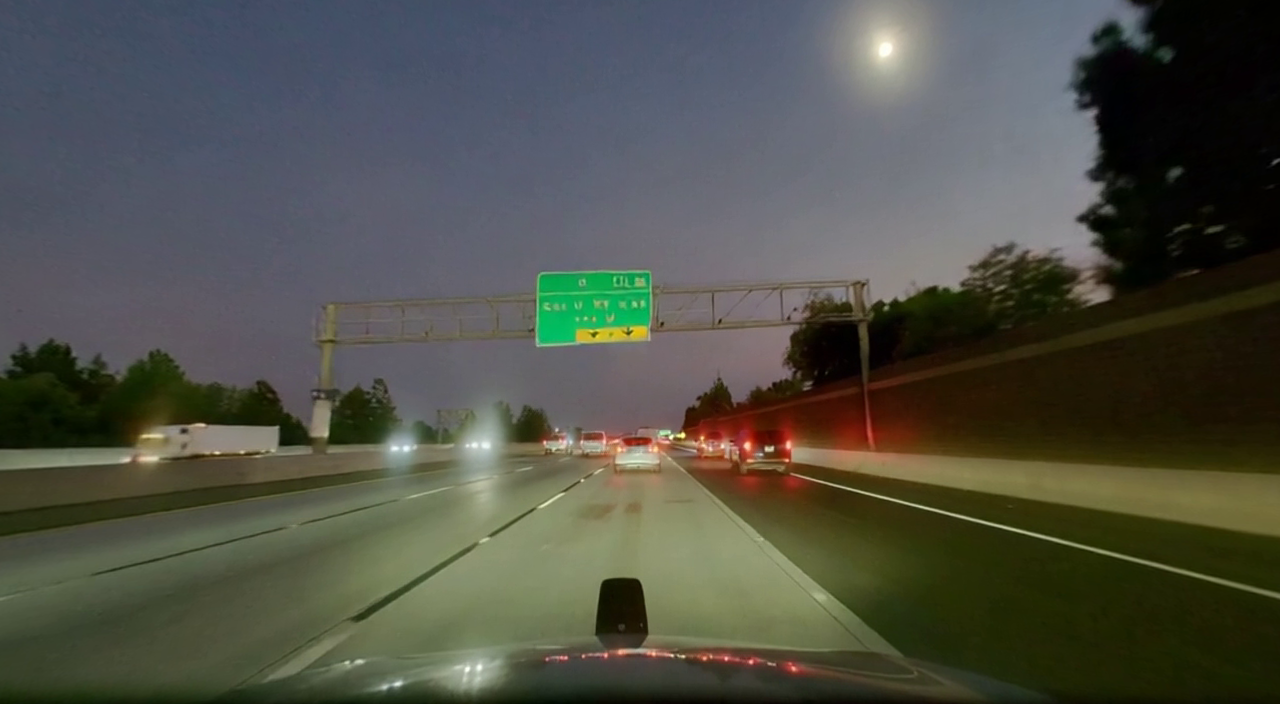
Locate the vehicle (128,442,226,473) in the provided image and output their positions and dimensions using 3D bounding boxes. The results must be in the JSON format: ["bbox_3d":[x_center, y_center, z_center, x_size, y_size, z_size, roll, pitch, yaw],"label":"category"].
[{"bbox_3d":[-25.247,5.739,34.615,1.894,1.567,4.472,0,-8,0],"label":"vehicle"}]

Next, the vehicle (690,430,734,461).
[{"bbox_3d":[3.995,5.280,35.583,2.001,1.651,3.916,0,-8,0],"label":"vehicle"}]

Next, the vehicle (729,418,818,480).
[{"bbox_3d":[4.321,3.246,21.171,2.017,1.847,4.299,0,-8,-1],"label":"vehicle"}]

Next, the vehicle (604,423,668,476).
[{"bbox_3d":[-0.122,3.706,24.086,2.233,1.804,4.273,0,-8,0],"label":"vehicle"}]

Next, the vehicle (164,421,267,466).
[{"bbox_3d":[-32.257,7.025,48.364,2.747,3.186,7.228,0,-8,1],"label":"vehicle"}]

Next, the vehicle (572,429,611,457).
[{"bbox_3d":[-3.441,6.658,46.198,2.274,1.896,5.571,0,-8,2],"label":"vehicle"}]

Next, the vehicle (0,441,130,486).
[{"bbox_3d":[-21.754,4.106,23.508,1.861,1.507,4.264,0,-8,1],"label":"vehicle"}]
